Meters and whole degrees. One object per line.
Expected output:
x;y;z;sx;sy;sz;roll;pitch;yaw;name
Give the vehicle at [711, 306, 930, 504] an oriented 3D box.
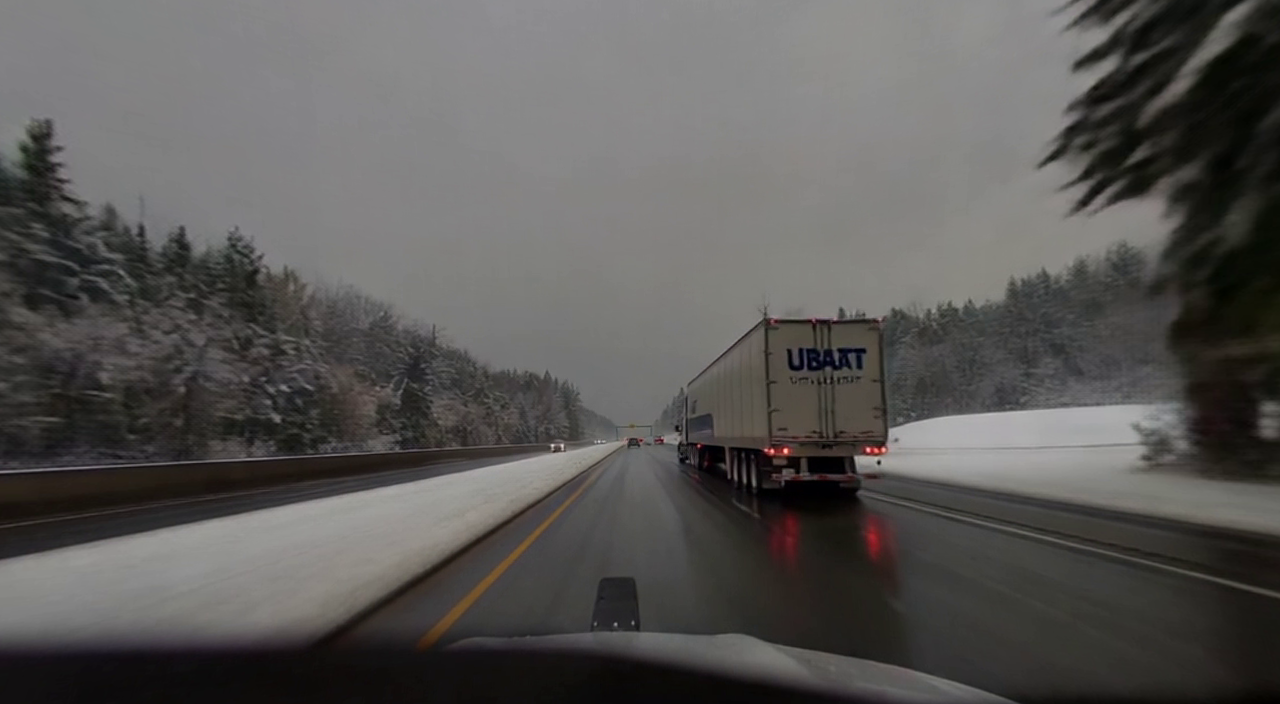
3.973;1.572;16.470;3.006;3.850;8.310;0;-8;-1;vehicle
